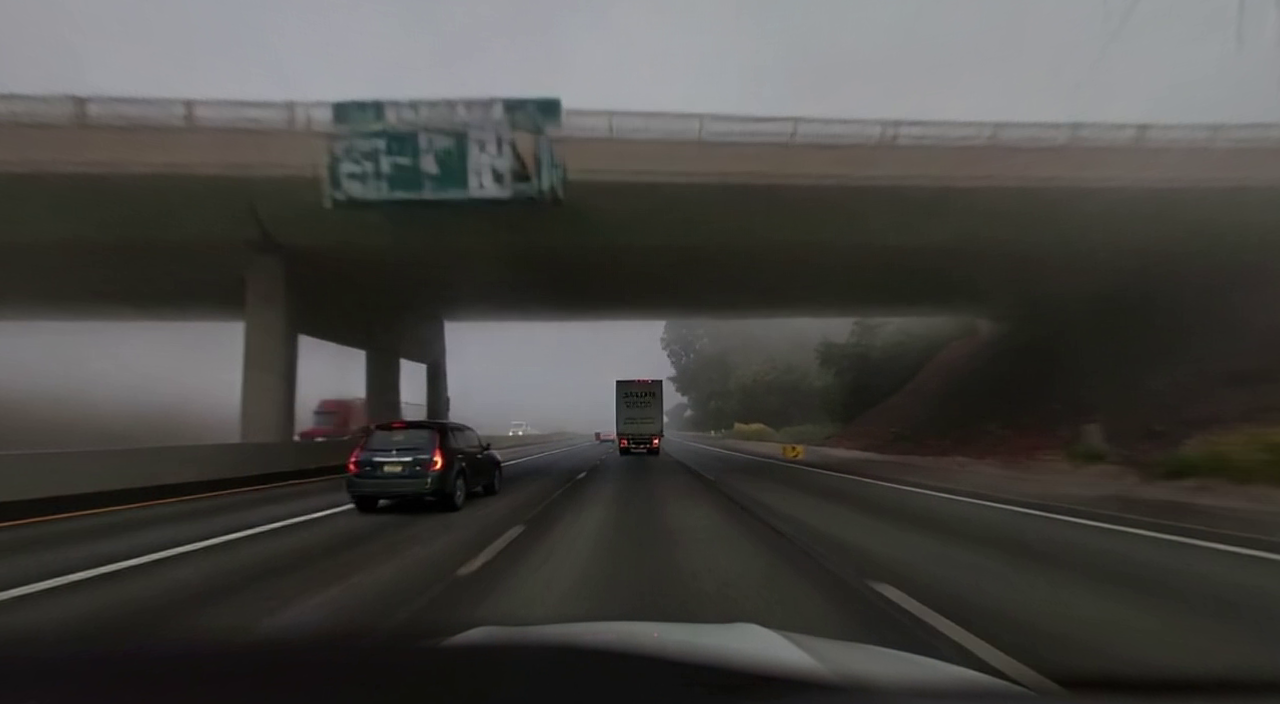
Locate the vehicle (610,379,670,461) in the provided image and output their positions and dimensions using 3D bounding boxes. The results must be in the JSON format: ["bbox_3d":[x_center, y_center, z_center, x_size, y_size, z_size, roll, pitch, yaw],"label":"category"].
[{"bbox_3d":[-0.123,4.105,36.865,2.906,3.990,12.551,0,-8,-1],"label":"vehicle"}]

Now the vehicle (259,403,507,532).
[{"bbox_3d":[-3.911,1.843,10.817,2.167,1.686,4.946,0,-8,0],"label":"vehicle"}]
